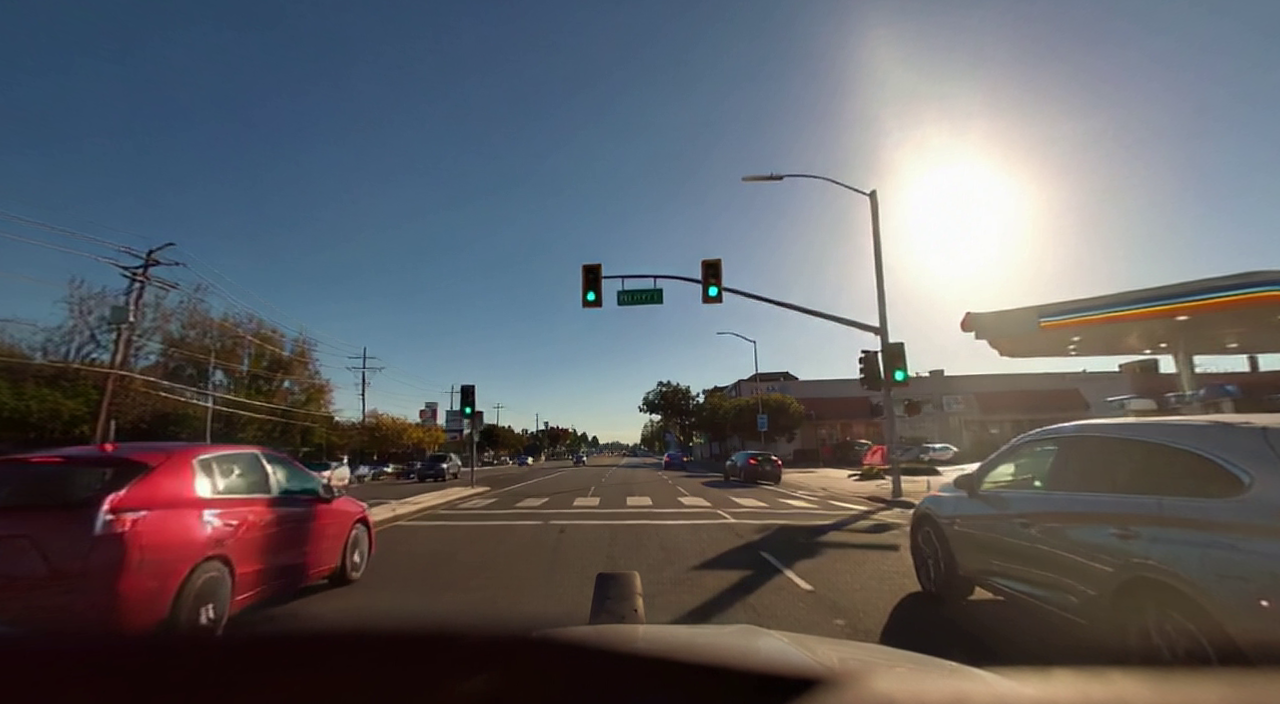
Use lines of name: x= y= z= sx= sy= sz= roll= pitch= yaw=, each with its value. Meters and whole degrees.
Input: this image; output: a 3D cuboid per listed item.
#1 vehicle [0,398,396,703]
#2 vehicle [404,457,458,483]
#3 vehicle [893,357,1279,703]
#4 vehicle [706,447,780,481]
vehicle: x=-3.707 y=1.330 z=4.995 sx=1.935 sy=1.617 sz=4.045 roll=0 pitch=-9 yaw=0
vehicle: x=-14.728 y=8.350 z=44.928 sx=2.014 sy=1.616 sz=5.527 roll=0 pitch=-9 yaw=0
vehicle: x=3.388 y=1.033 z=3.519 sx=2.085 sy=1.655 sz=4.459 roll=0 pitch=-9 yaw=0
vehicle: x=5.454 y=5.974 z=34.012 sx=2.066 sy=1.699 sz=4.419 roll=3 pitch=-9 yaw=-19
